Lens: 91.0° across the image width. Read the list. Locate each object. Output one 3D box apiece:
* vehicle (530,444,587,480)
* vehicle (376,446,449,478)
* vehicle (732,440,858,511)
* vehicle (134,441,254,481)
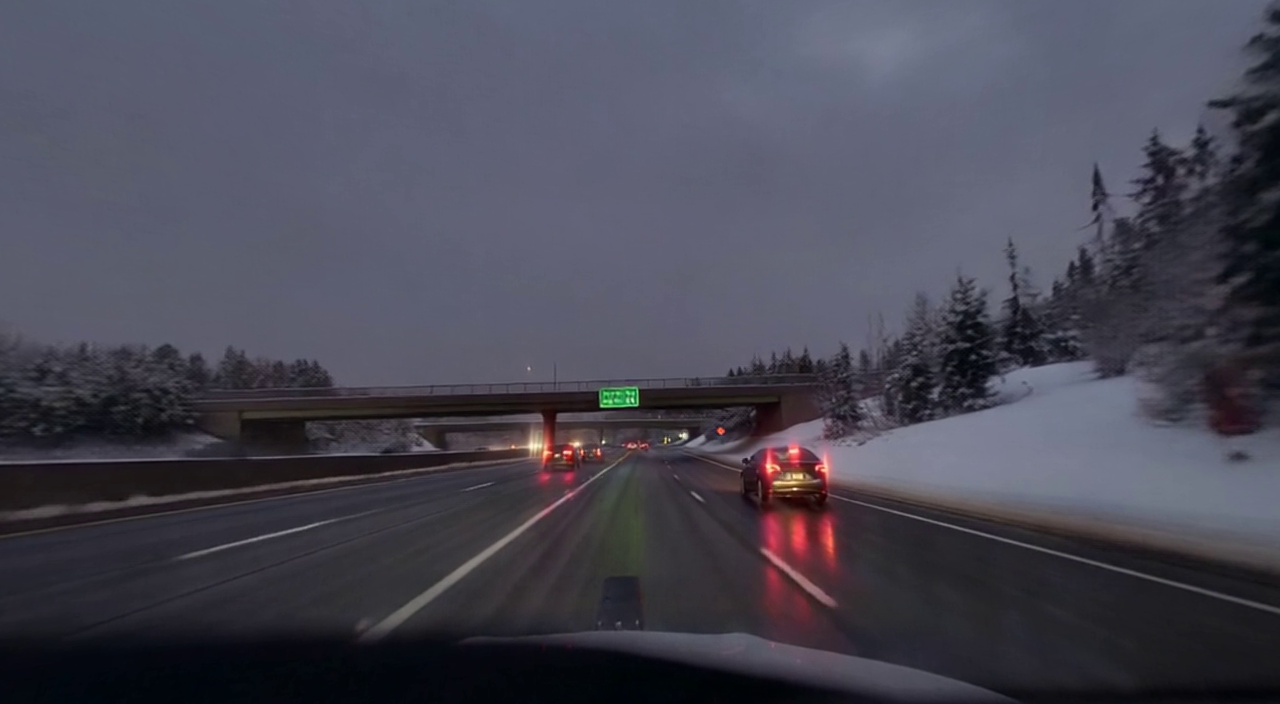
[{"bbox_3d":[-3.752,5.158,29.886,2.072,1.545,4.687,0,-9,0],"label":"vehicle"},{"bbox_3d":[-11.505,5.578,32.235,1.919,1.497,4.765,0,-9,0],"label":"vehicle"},{"bbox_3d":[3.721,3.046,16.011,2.079,1.535,4.316,0,-9,0],"label":"vehicle"},{"bbox_3d":[-20.067,4.932,28.661,2.019,1.648,4.702,0,-9,0],"label":"vehicle"}]
